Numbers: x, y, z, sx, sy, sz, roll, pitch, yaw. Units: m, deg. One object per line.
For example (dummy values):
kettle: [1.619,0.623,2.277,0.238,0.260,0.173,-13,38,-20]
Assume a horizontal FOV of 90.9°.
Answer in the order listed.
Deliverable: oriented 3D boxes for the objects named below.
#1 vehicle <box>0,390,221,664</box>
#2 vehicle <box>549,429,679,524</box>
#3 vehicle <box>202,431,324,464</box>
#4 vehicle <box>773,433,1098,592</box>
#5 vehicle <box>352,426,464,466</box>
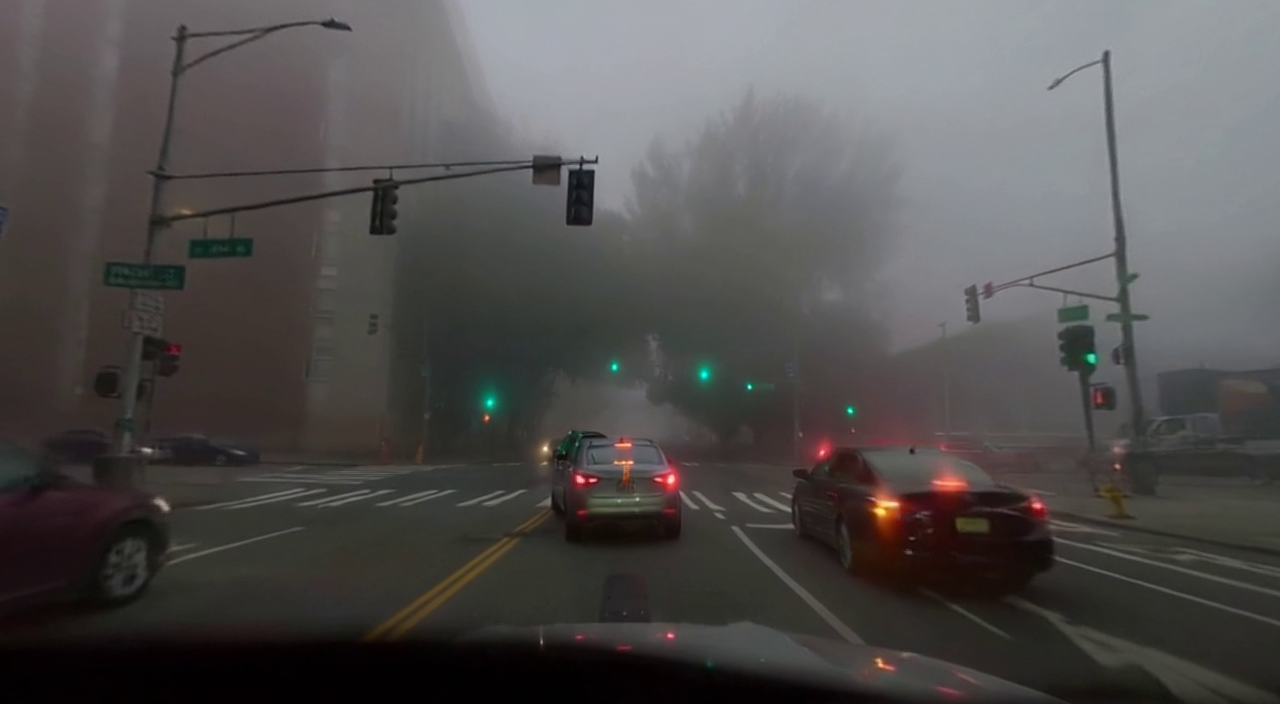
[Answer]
vehicle: [-4.970,1.061,3.755,2.111,1.661,4.537,1,-8,-5]
vehicle: [-0.477,2.231,11.818,2.031,1.461,3.763,0,-8,-2]
vehicle: [-17.639,4.483,29.651,4.511,1.483,1.877,0,-8,0]
vehicle: [3.204,1.804,8.089,1.942,1.443,4.468,0,-8,-1]
vehicle: [-10.496,4.246,28.566,4.556,1.689,1.982,-3,-9,22]
